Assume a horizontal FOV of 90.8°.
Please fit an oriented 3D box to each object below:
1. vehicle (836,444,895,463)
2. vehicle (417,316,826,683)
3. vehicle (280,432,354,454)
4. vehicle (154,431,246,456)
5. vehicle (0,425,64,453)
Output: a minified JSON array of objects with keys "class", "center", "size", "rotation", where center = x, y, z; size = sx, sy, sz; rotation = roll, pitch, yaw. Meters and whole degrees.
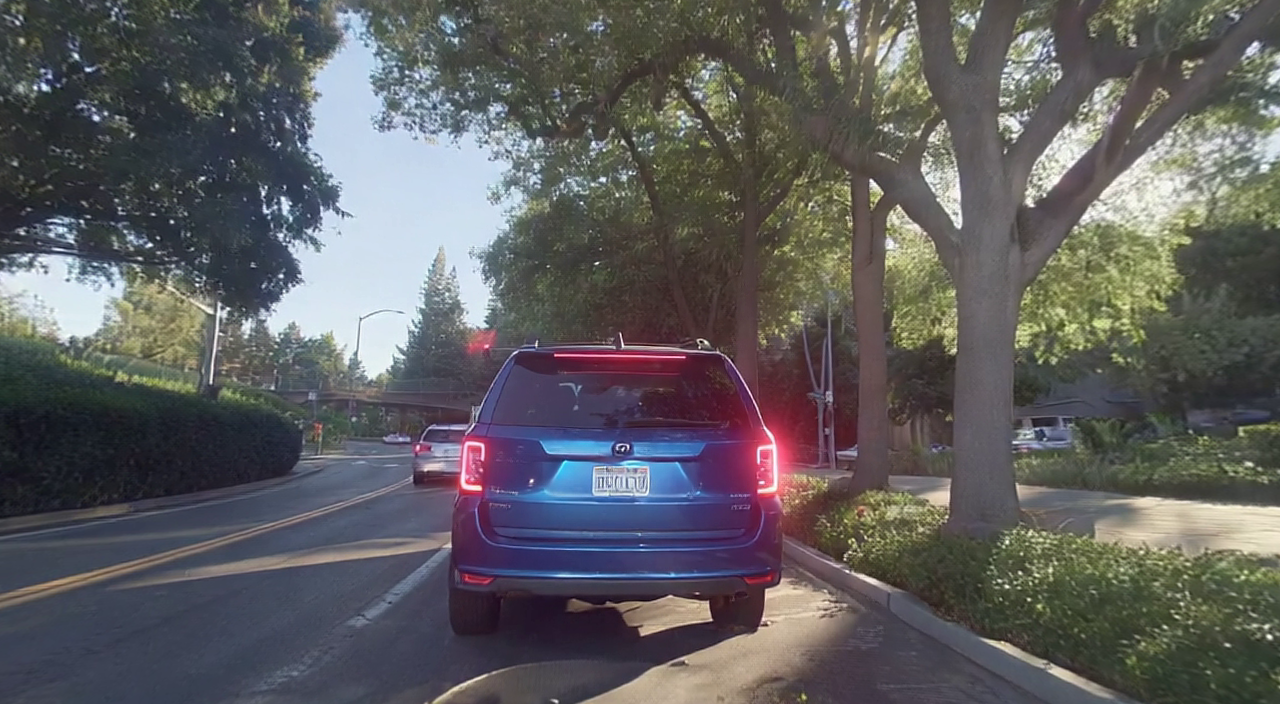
[{"class":"vehicle","center":[17.685,7.941,49.455],"size":[4.327,1.462,1.776],"rotation":[4,-9,-26]},{"class":"vehicle","center":[-0.245,1.161,6.015],"size":[2.333,2.087,4.586],"rotation":[1,-8,-4]},{"class":"vehicle","center":[-24.755,7.008,48.483],"size":[4.576,1.632,1.960],"rotation":[1,-9,-8]},{"class":"vehicle","center":[-28.379,5.934,40.838],"size":[4.435,1.574,1.816],"rotation":[1,-9,-9]},{"class":"vehicle","center":[-38.190,5.337,38.666],"size":[3.926,1.536,1.731],"rotation":[-1,-9,-6]}]
